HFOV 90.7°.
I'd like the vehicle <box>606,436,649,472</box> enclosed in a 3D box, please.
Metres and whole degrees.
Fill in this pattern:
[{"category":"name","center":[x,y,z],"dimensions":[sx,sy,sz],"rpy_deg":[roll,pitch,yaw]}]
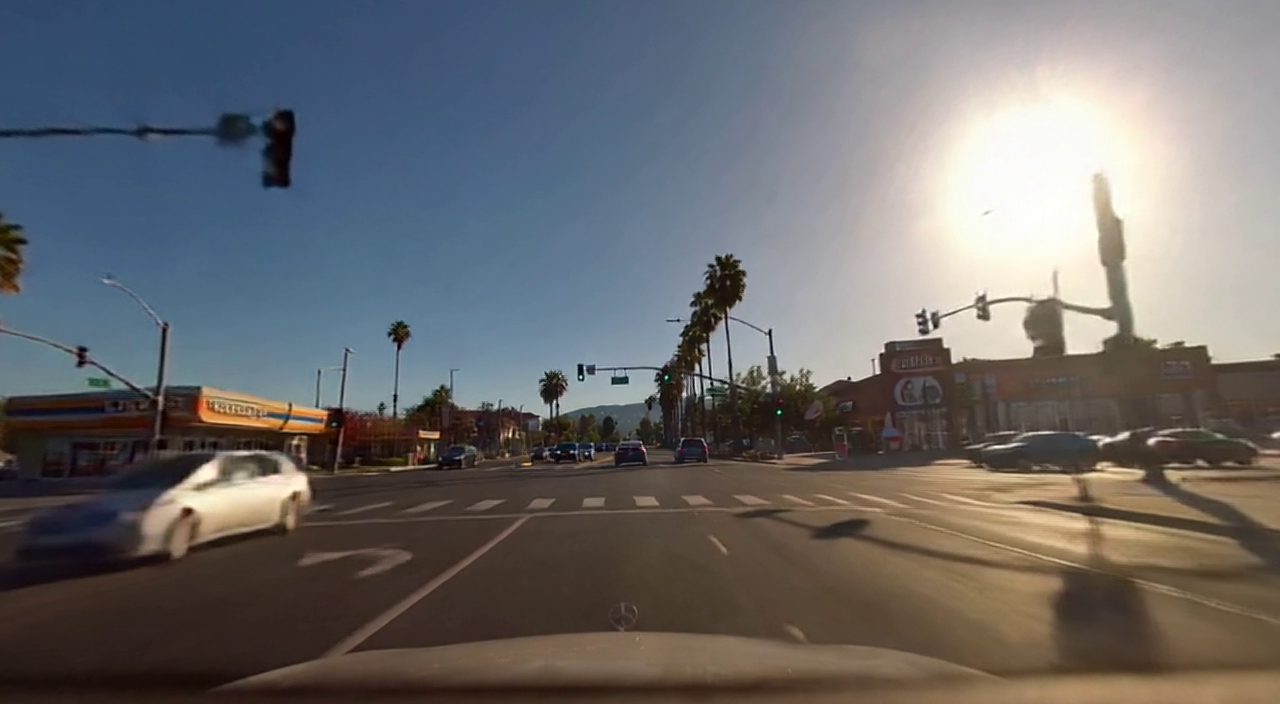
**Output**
[{"category":"vehicle","center":[-0.652,5.405,33.746],"dimensions":[2.177,1.754,3.815],"rpy_deg":[0,-9,-1]}]

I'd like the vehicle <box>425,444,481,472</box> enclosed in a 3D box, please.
[{"category":"vehicle","center":[-13.493,7.645,46.035],"dimensions":[2.287,1.874,5.798],"rpy_deg":[0,-9,0]}]

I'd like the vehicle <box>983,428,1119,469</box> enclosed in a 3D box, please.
[{"category":"vehicle","center":[18.545,4.381,28.747],"dimensions":[4.685,1.704,2.118],"rpy_deg":[0,-9,-2]}]

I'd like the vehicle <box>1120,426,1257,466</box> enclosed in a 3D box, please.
[{"category":"vehicle","center":[24.945,4.295,28.901],"dimensions":[4.398,1.700,2.012],"rpy_deg":[0,-9,-3]}]

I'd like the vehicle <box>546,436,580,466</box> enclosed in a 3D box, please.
[{"category":"vehicle","center":[-5.802,7.558,48.469],"dimensions":[2.072,2.107,4.723],"rpy_deg":[0,-9,-1]}]

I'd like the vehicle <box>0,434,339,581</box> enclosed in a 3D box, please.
[{"category":"vehicle","center":[-6.305,1.947,8.820],"dimensions":[1.979,1.480,4.553],"rpy_deg":[0,-9,0]}]

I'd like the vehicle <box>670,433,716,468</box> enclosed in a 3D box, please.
[{"category":"vehicle","center":[3.060,5.869,37.712],"dimensions":[2.190,1.913,5.174],"rpy_deg":[0,-9,-2]}]
